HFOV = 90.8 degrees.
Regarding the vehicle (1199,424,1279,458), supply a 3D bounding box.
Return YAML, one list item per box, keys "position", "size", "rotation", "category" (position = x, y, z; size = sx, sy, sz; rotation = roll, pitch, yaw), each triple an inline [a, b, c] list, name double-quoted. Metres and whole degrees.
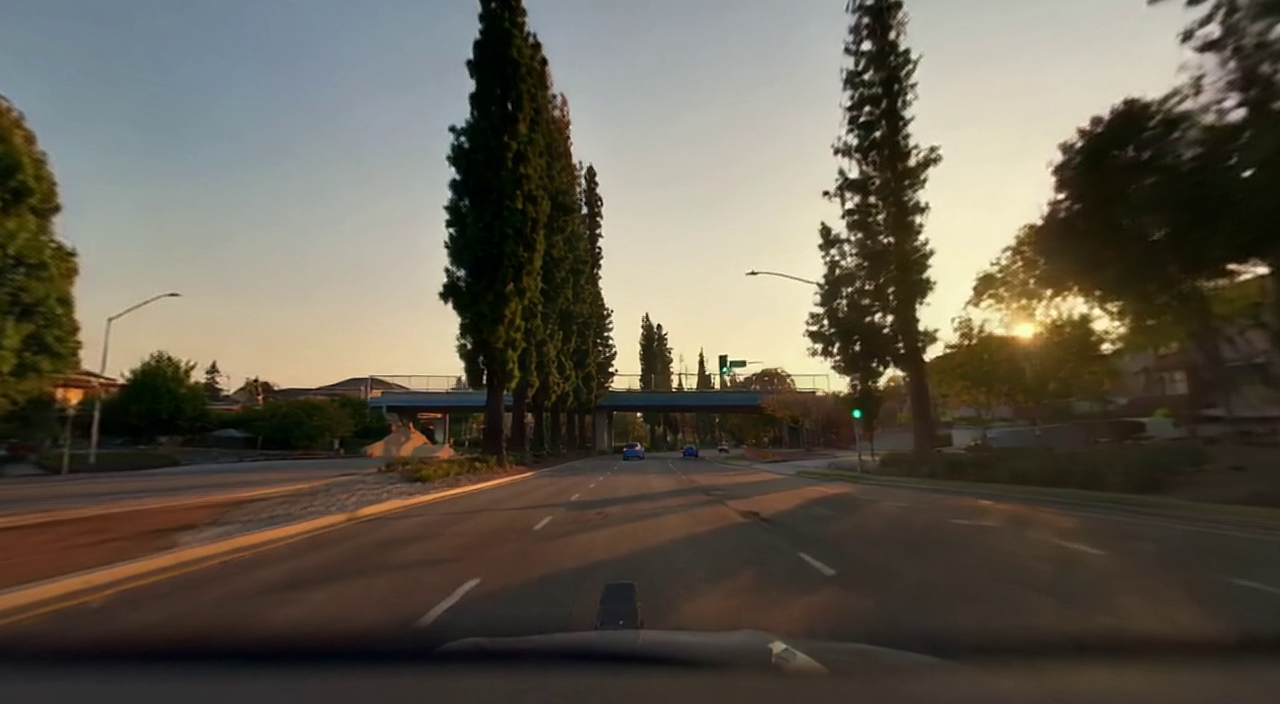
- position: [30.089, 4.314, 30.789]
  size: [3.796, 1.461, 1.695]
  rotation: [-4, -9, 6]
  category: "vehicle"
